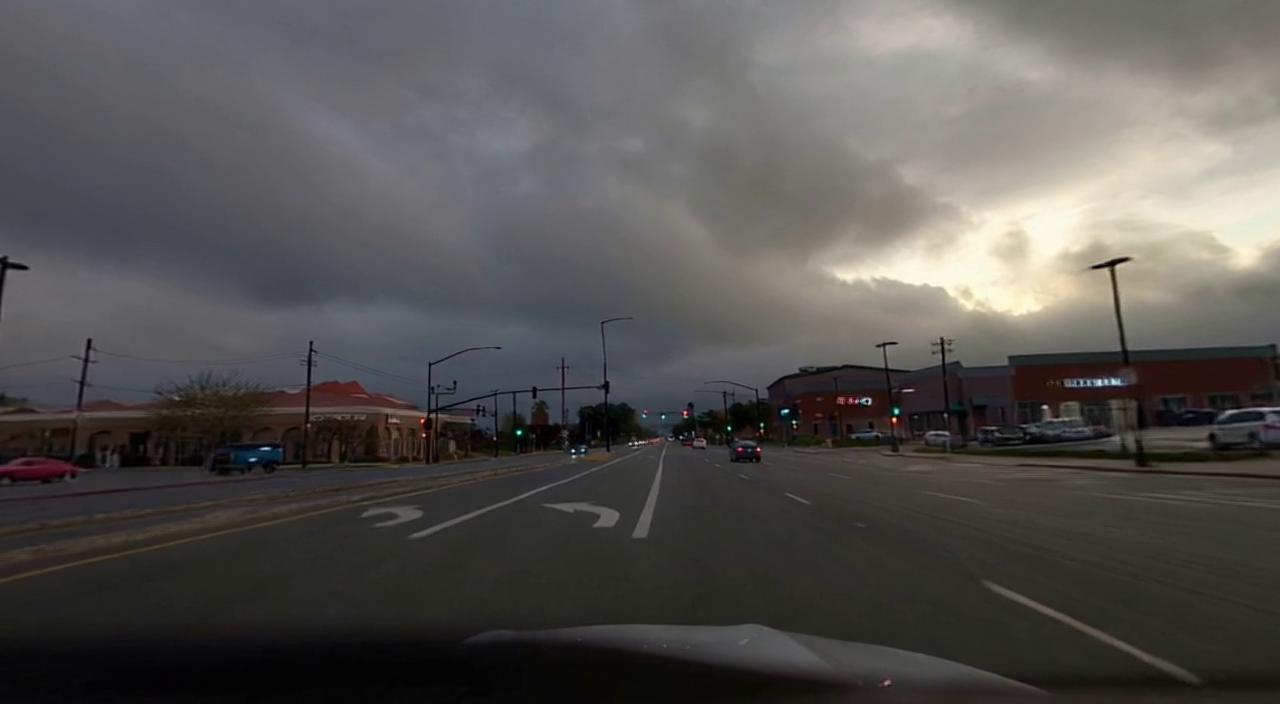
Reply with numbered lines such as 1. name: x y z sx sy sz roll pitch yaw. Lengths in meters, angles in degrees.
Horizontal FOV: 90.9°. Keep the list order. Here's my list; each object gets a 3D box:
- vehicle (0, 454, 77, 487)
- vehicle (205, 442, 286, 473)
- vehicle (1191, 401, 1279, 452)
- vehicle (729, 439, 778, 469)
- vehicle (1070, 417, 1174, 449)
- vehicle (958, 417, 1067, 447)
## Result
1. vehicle: -32.605 6.270 33.538 1.781 1.590 3.853 0 -9 -2
2. vehicle: -29.651 7.941 47.644 2.298 2.186 5.973 0 -9 -1
3. vehicle: 27.725 3.373 27.846 2.340 2.048 6.148 -2 -9 14
4. vehicle: 6.185 5.627 34.786 2.038 1.528 4.259 0 -9 1
5. vehicle: 27.982 4.755 36.675 4.326 1.788 1.984 0 -9 0
6. vehicle: 28.628 6.205 48.665 6.608 2.249 2.726 0 -9 0
